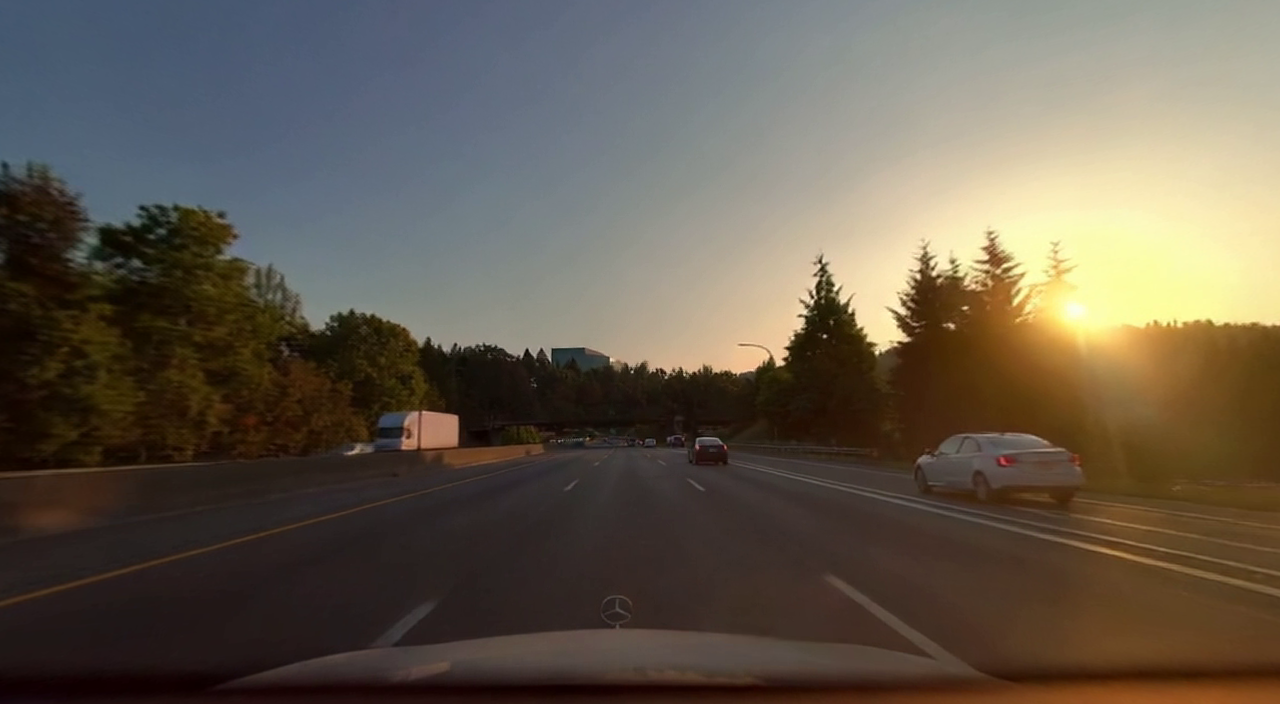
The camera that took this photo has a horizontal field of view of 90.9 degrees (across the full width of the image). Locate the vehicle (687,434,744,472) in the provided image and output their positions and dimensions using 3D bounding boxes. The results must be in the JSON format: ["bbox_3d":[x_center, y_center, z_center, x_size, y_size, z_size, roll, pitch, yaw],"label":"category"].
[{"bbox_3d":[3.180,4.311,27.219,1.819,1.468,3.770,0,-8,-2],"label":"vehicle"}]

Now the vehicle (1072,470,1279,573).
[{"bbox_3d":[7.181,1.996,7.857,1.535,0.862,2.814,0,-8,-2],"label":"vehicle"}]

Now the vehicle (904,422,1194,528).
[{"bbox_3d":[7.050,2.129,11.749,2.003,1.522,4.940,0,-8,-1],"label":"vehicle"}]
